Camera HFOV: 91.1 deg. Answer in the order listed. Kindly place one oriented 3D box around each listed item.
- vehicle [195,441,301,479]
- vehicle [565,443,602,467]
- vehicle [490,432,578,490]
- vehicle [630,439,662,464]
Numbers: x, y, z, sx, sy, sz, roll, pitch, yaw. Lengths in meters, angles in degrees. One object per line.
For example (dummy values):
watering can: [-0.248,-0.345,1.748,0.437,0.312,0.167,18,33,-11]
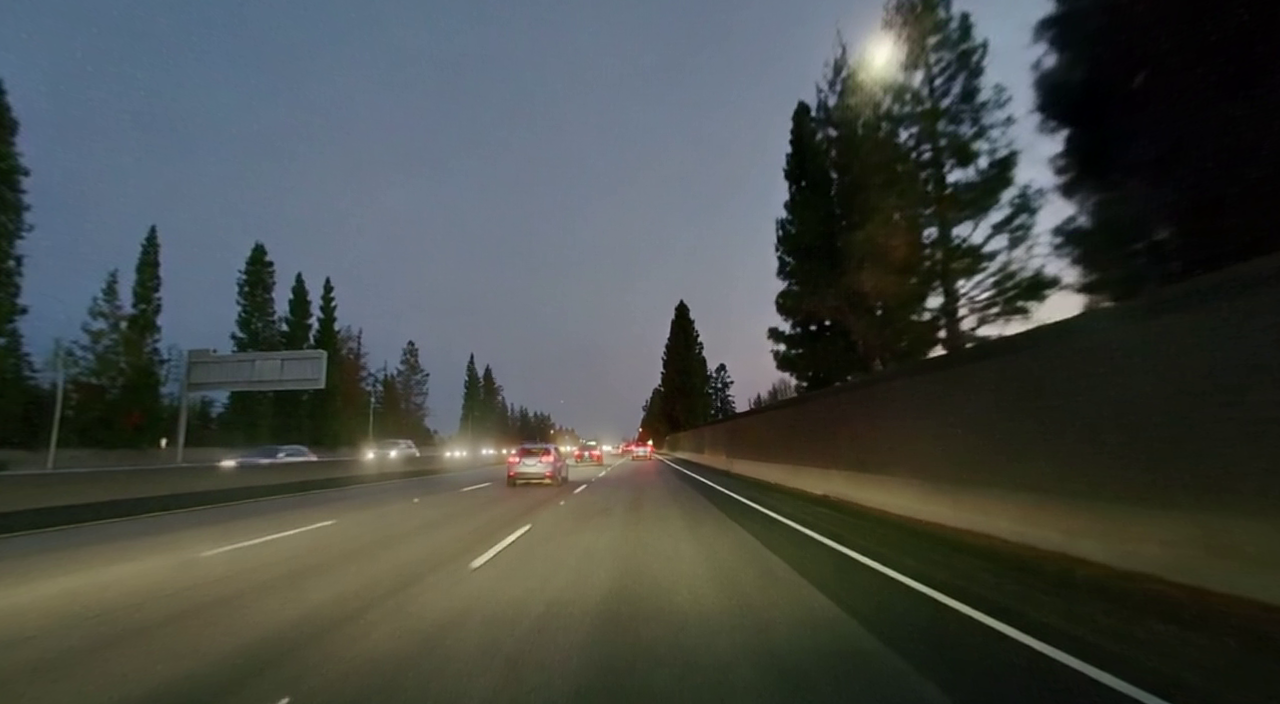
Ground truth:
vehicle: [-17.076,4.704,27.624,1.849,1.527,4.323,0,-8,0]
vehicle: [-3.659,6.743,41.261,2.055,1.431,3.921,0,-8,1]
vehicle: [-3.303,3.491,20.444,2.056,1.679,4.204,0,-8,1]
vehicle: [0.415,7.359,46.542,2.285,1.797,4.478,0,-8,0]
